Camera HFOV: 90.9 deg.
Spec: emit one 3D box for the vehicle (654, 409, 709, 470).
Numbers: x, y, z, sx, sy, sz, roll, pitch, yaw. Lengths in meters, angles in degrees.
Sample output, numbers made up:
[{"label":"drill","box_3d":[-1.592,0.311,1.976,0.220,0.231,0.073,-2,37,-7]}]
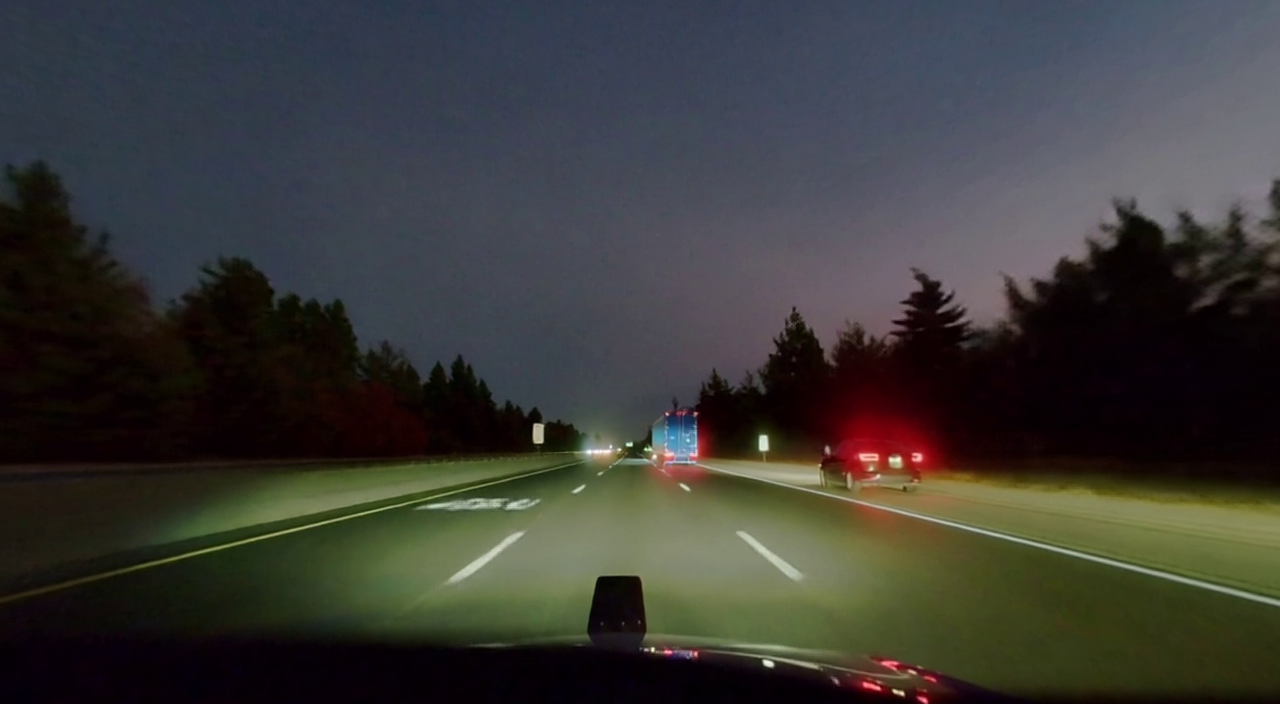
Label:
[{"label":"vehicle","box_3d":[2.983,6.992,49.579,3.279,4.165,13.149,0,-9,-1]}]
